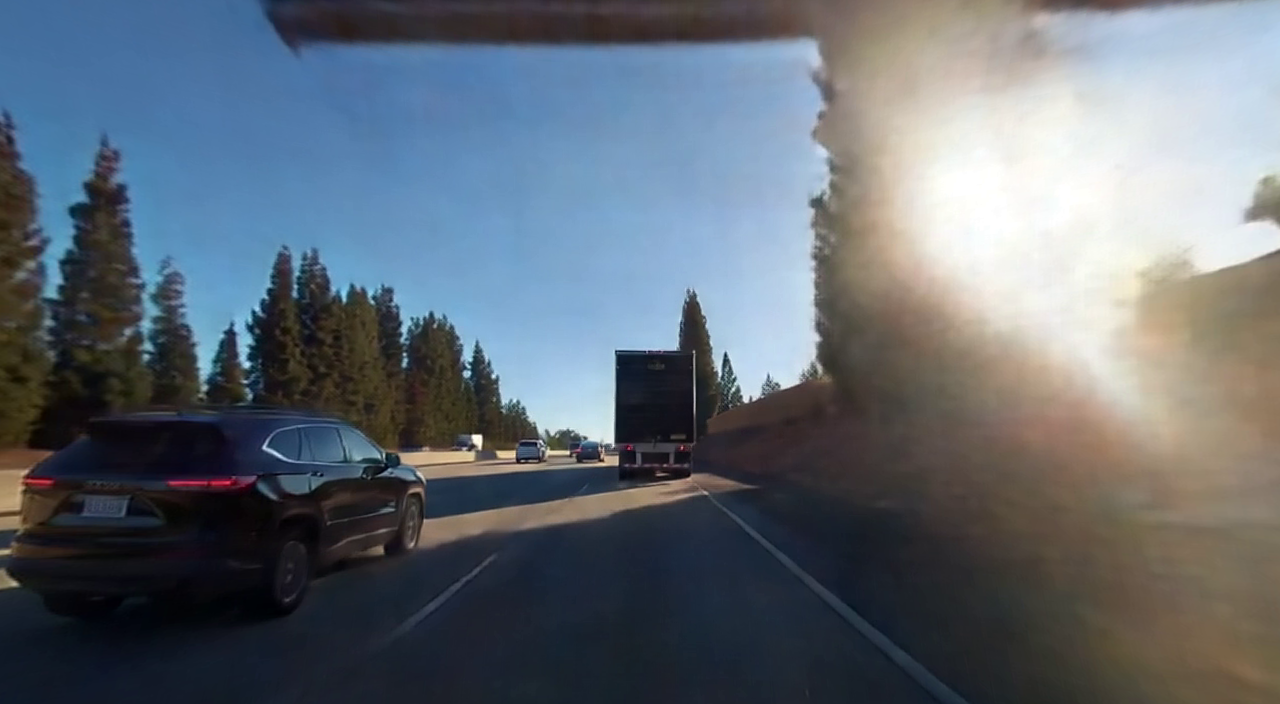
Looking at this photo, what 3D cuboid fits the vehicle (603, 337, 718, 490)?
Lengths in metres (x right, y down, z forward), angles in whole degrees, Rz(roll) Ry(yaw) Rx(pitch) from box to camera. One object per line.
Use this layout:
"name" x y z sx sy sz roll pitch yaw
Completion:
"vehicle" 0.492 2.305 21.206 2.870 3.841 10.653 0 -8 0

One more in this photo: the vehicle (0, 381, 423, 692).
"vehicle" -3.760 1.309 5.610 2.077 1.671 4.249 0 -8 1

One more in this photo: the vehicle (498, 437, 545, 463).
"vehicle" -6.991 5.846 37.619 1.882 1.451 4.416 0 -8 1
